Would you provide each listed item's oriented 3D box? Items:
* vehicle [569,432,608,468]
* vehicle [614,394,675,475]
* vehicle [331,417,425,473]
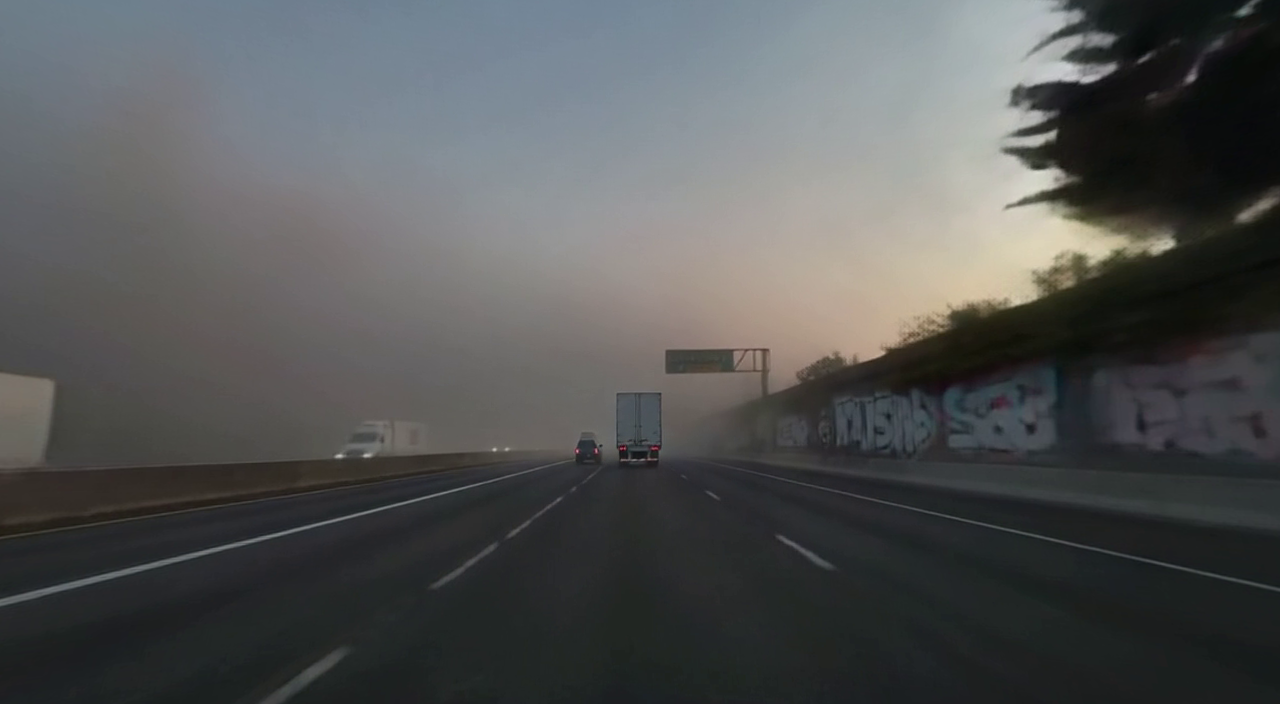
[{"bbox_3d":[-3.564,6.946,44.614,2.278,2.369,5.249,0,-9,1],"label":"vehicle"},{"bbox_3d":[0.138,4.943,36.810,3.042,4.023,10.832,0,-9,-1],"label":"vehicle"},{"bbox_3d":[-19.180,6.965,46.728,2.929,3.679,9.326,0,-9,0],"label":"vehicle"}]
